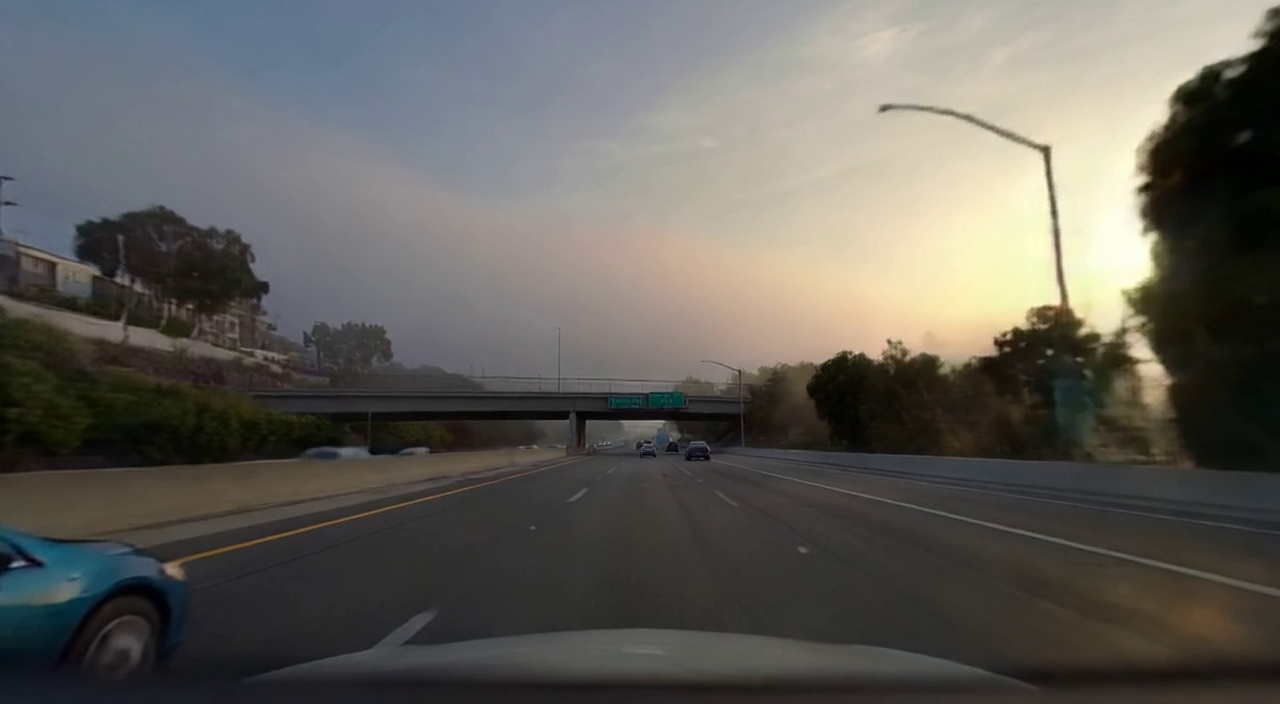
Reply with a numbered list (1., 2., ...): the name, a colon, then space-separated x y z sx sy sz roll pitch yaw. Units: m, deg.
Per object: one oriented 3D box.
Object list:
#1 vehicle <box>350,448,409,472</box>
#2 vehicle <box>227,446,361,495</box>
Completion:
1. vehicle: -17.617 7.325 42.956 1.933 1.508 4.782 0 -8 1
2. vehicle: -11.617 3.974 21.625 1.916 1.478 4.645 0 -8 1
